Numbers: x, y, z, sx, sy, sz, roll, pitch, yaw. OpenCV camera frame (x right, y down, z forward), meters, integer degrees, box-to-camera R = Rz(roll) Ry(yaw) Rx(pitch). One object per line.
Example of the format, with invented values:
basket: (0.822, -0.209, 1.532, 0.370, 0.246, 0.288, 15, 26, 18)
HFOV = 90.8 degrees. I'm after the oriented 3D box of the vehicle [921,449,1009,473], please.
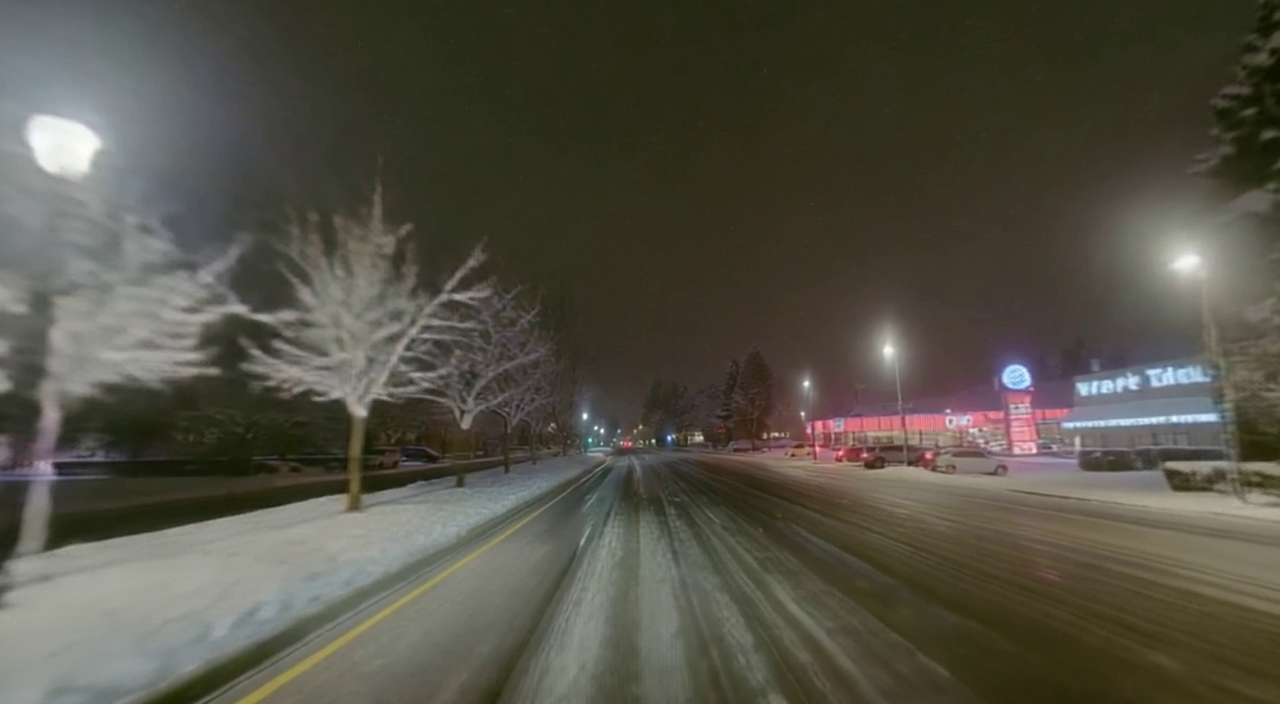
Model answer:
vehicle: (20.705, 6.940, 40.374, 4.500, 1.456, 1.962, -1, -8, 2)
